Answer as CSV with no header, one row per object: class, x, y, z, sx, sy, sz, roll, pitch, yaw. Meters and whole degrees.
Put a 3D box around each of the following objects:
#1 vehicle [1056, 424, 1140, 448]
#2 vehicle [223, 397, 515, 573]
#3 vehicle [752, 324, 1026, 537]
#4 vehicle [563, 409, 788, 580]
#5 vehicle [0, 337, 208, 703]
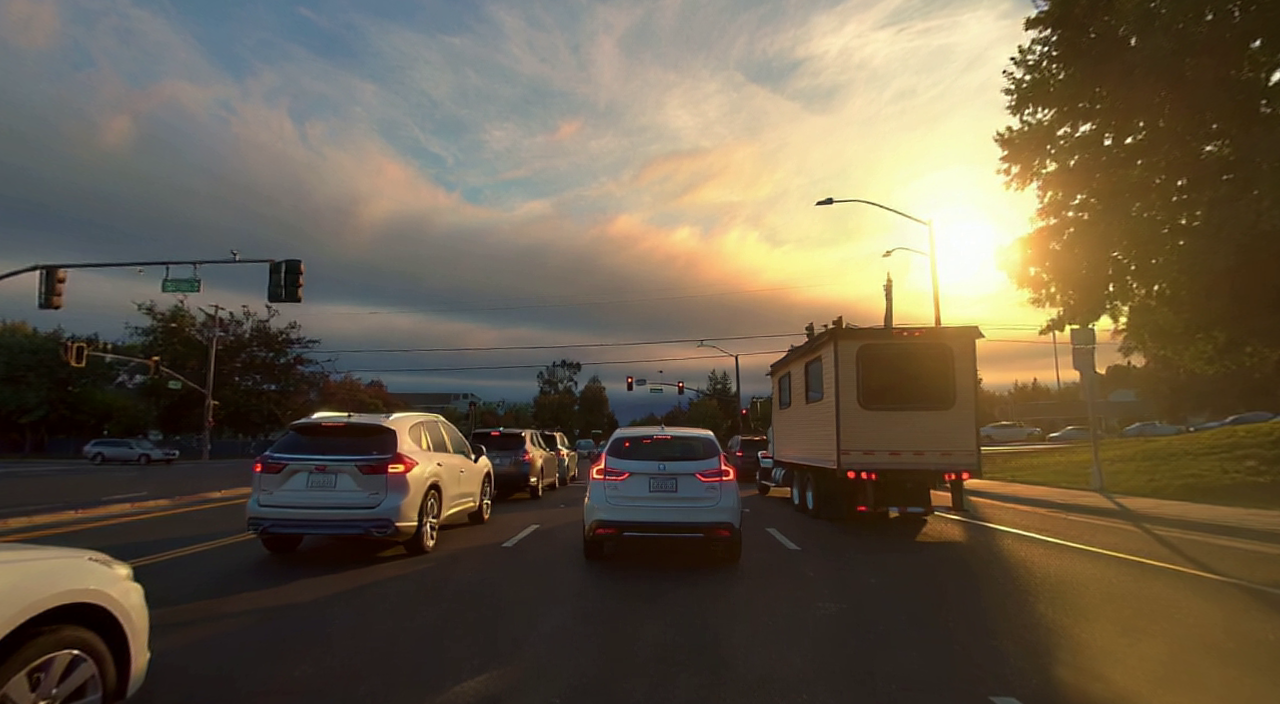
vehicle,33.160,6.135,45.884,4.671,1.595,1.824,-5,-10,31
vehicle,-3.266,1.713,8.841,2.085,1.812,4.388,0,-9,0
vehicle,3.689,1.404,11.011,2.531,2.750,5.595,0,-8,1
vehicle,0.355,1.705,8.318,2.189,1.649,4.171,0,-9,0
vehicle,-3.431,0.674,1.474,1.952,1.730,4.116,0,-9,-1
